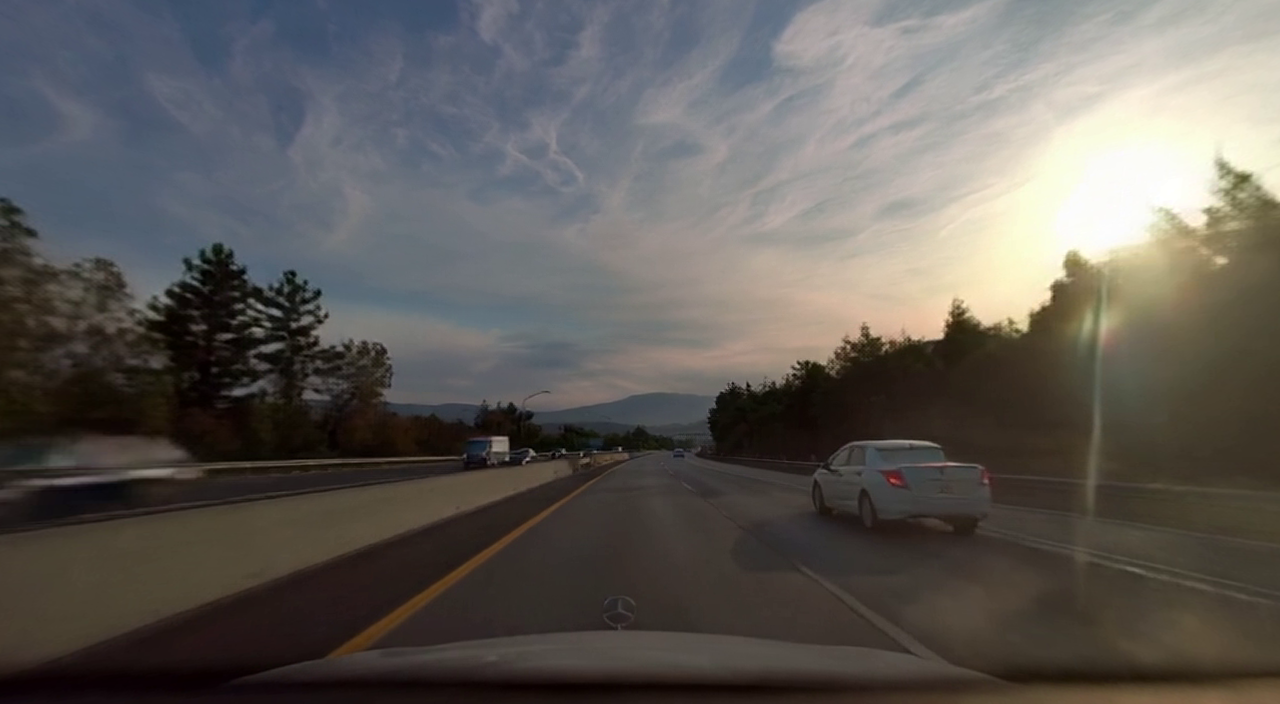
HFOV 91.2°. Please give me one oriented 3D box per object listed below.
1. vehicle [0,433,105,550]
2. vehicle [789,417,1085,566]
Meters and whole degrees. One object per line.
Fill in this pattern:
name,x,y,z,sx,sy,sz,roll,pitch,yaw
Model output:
vehicle,-9.453,1.790,7.864,1.897,1.540,4.049,0,-9,-1
vehicle,3.934,1.944,9.506,2.089,1.660,4.729,0,-9,-1
